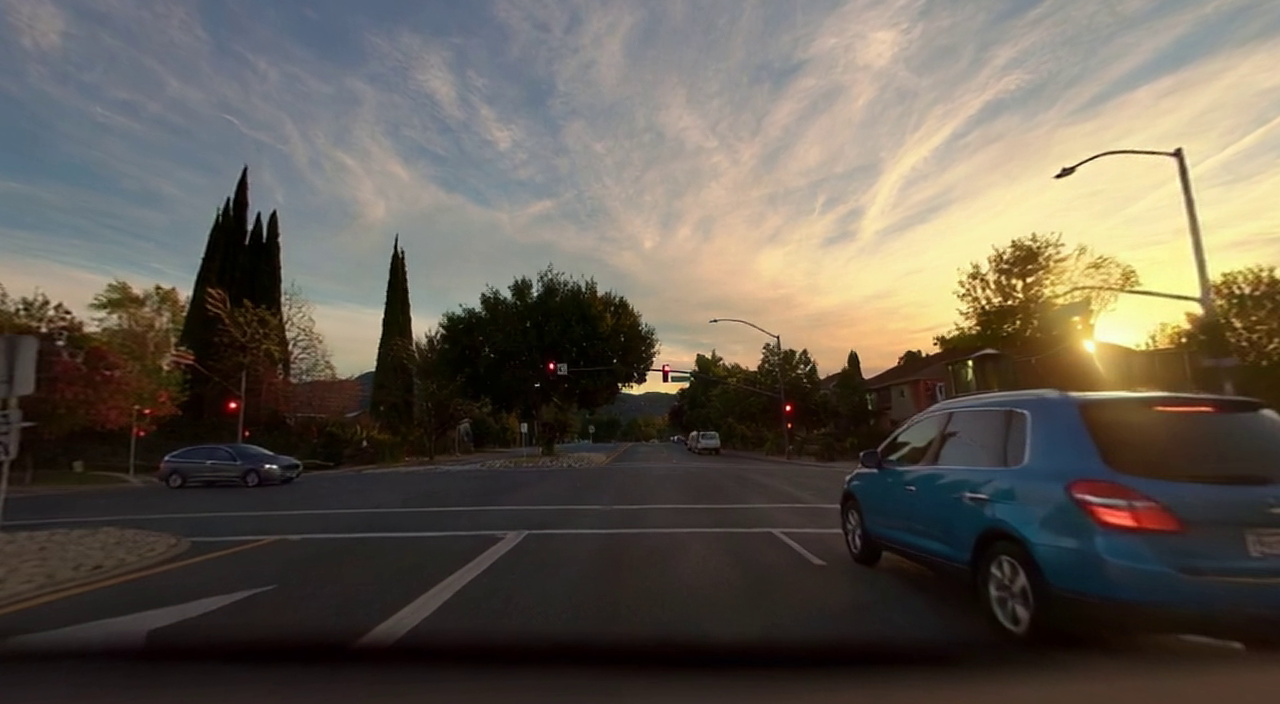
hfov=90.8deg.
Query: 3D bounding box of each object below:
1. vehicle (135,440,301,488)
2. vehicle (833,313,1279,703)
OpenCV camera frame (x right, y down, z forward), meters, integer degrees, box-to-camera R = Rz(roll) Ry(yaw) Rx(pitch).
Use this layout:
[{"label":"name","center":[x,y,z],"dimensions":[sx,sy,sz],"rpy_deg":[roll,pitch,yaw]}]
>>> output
[{"label":"vehicle","center":[-15.661,4.175,23.795],"dimensions":[4.737,1.659,2.042],"rpy_deg":[3,-9,-18]},{"label":"vehicle","center":[3.457,1.094,4.960],"dimensions":[2.229,1.795,4.927],"rpy_deg":[0,-9,-1]}]
